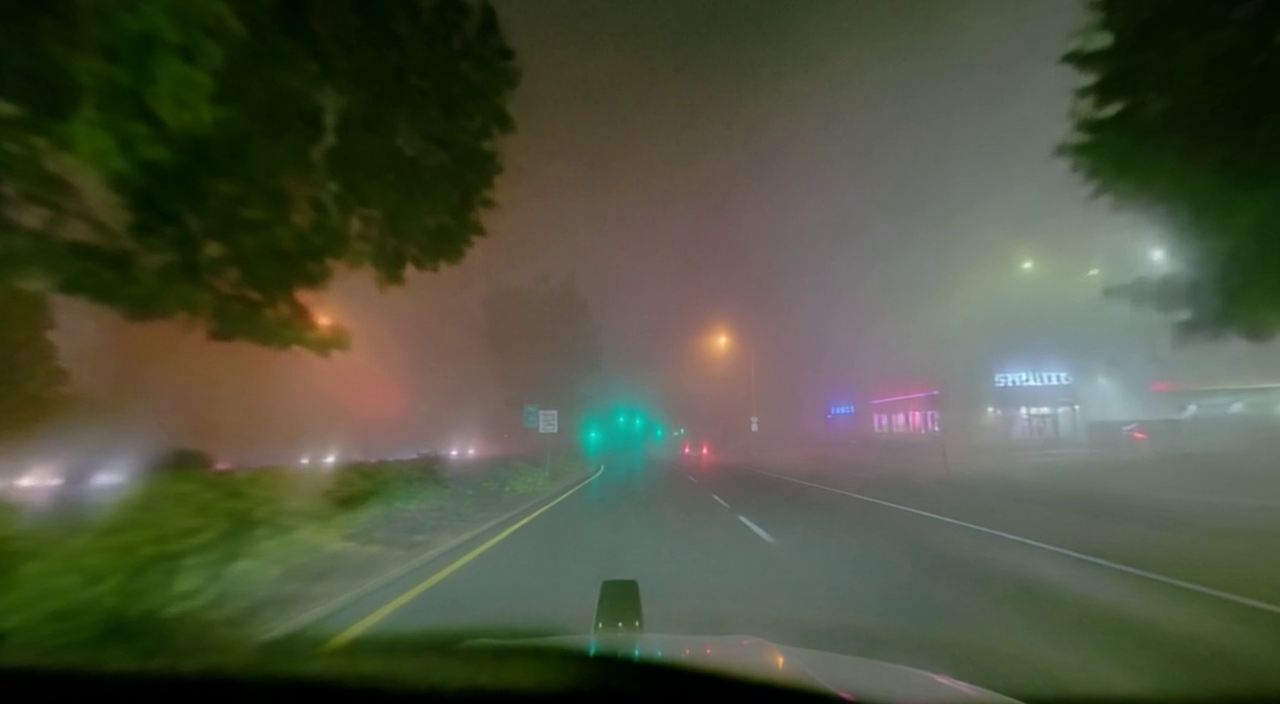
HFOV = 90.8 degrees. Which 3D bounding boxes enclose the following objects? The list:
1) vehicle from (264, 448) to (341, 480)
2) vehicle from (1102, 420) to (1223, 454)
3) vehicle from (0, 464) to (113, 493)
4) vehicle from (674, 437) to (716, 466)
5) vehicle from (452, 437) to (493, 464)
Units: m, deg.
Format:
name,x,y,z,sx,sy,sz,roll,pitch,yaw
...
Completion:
name,x,y,z,sx,sy,sz,roll,pitch,yaw
vehicle,-18.542,6.138,34.963,1.827,1.546,4.506,0,-8,-1
vehicle,30.963,5.057,37.544,5.373,1.958,2.152,0,-8,-3
vehicle,-32.010,6.917,34.618,4.350,1.465,1.922,1,-8,-7
vehicle,3.162,5.859,37.339,1.961,1.580,4.020,0,-8,-2
vehicle,-11.908,7.012,45.221,1.953,1.761,4.702,1,-8,-4
